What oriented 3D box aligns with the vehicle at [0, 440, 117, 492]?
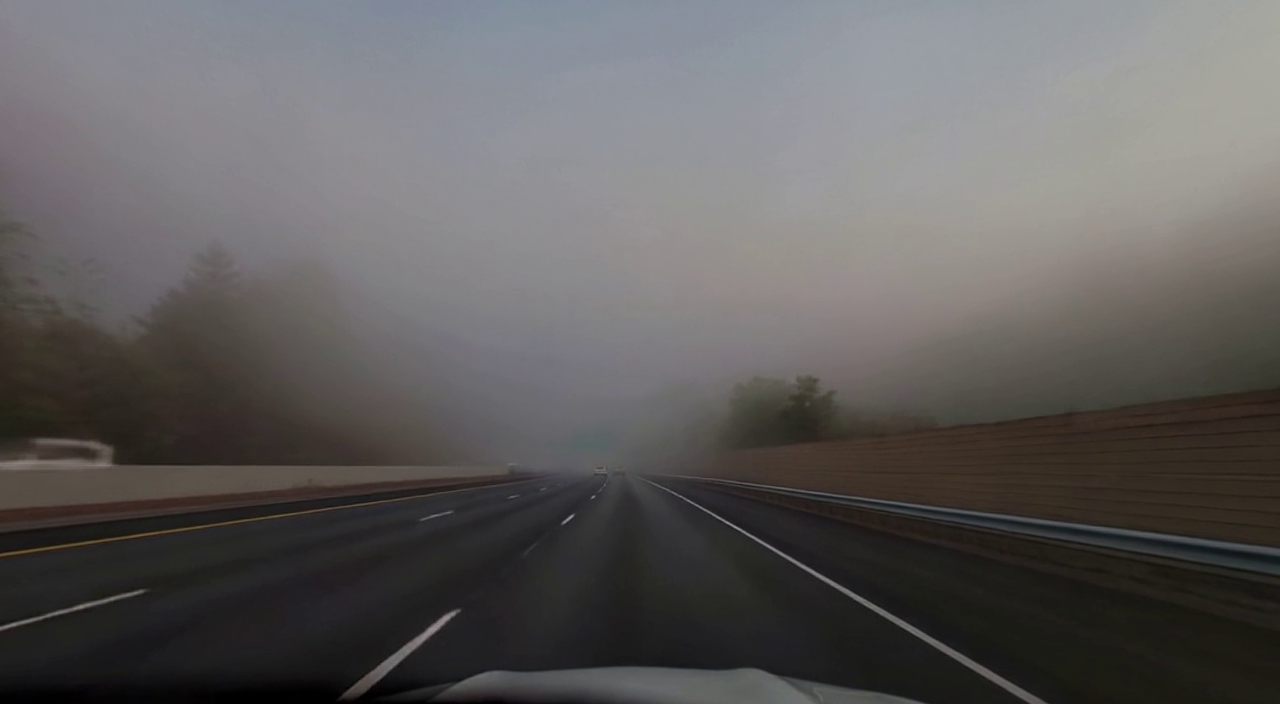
[{"bbox_3d":[-20.675,3.861,21.367,1.979,1.590,4.456,1,-10,-1],"label":"vehicle"}]
